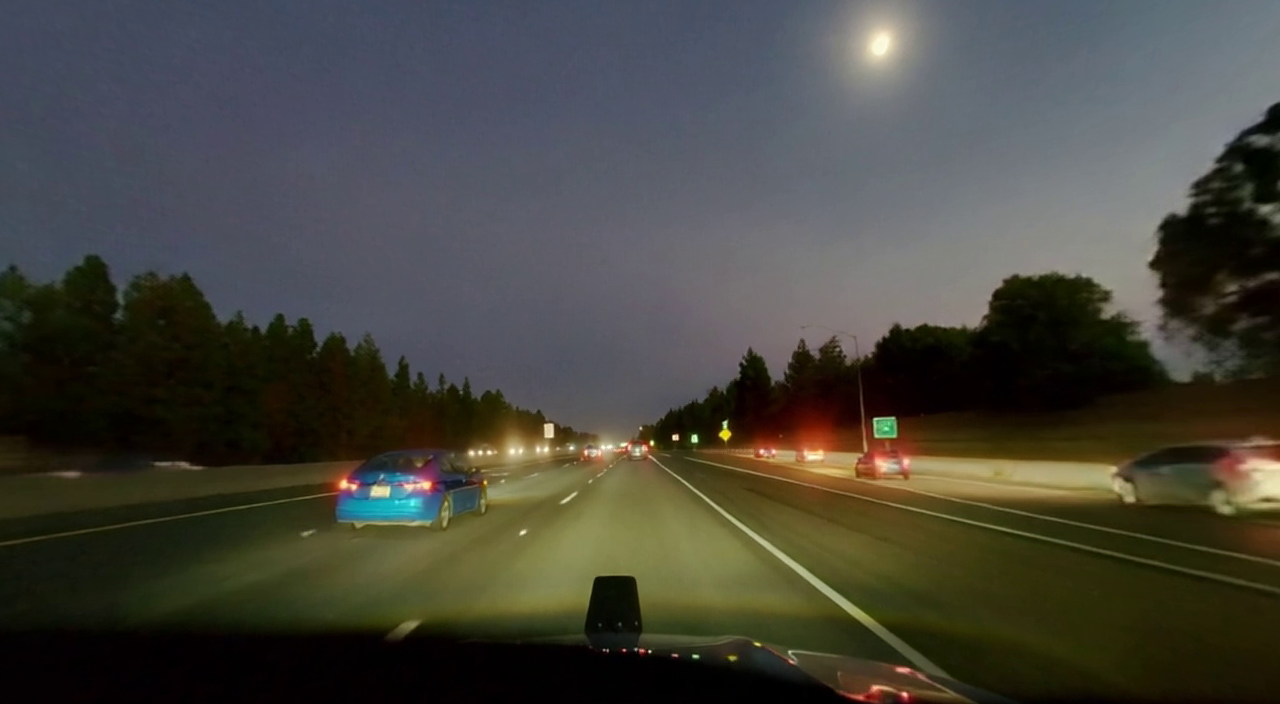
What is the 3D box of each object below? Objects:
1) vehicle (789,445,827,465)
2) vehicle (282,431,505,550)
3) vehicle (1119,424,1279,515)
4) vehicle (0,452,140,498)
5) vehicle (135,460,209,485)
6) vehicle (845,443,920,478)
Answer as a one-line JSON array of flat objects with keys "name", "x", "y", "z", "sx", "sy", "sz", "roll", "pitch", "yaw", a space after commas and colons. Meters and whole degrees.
[{"name": "vehicle", "x": 13.124, "y": 8.064, "z": 49.652, "sx": 1.873, "sy": 1.463, "sz": 4.937, "roll": -1, "pitch": -9, "yaw": 2}, {"name": "vehicle", "x": -3.712, "y": 2.153, "z": 10.478, "sx": 2.020, "sy": 1.554, "sz": 4.137, "roll": 0, "pitch": -9, "yaw": 0}, {"name": "vehicle", "x": 14.330, "y": 2.684, "z": 14.802, "sx": 2.278, "sy": 1.816, "sz": 5.666, "roll": -1, "pitch": -9, "yaw": 7}, {"name": "vehicle", "x": -21.289, "y": 4.457, "z": 23.310, "sx": 1.987, "sy": 1.503, "sz": 4.474, "roll": 0, "pitch": -9, "yaw": -1}, {"name": "vehicle", "x": -33.198, "y": 8.530, "z": 45.003, "sx": 1.835, "sy": 1.541, "sz": 4.587, "roll": 0, "pitch": -9, "yaw": -2}, {"name": "vehicle", "x": 11.416, "y": 5.136, "z": 30.141, "sx": 1.940, "sy": 1.496, "sz": 4.992, "roll": -1, "pitch": -9, "yaw": 4}]
